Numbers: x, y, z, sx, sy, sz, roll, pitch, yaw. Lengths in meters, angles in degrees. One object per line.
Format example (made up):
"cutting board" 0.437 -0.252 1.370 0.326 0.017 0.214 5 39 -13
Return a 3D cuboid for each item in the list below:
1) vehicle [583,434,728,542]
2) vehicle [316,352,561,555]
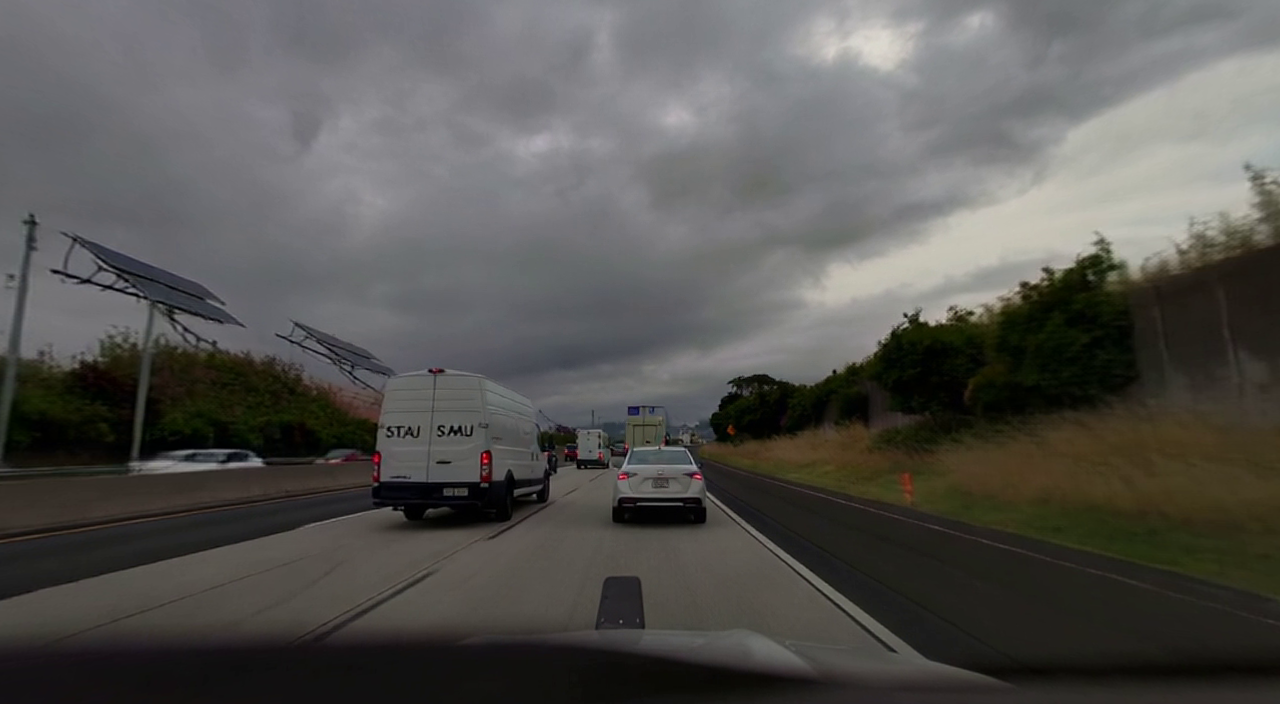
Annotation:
"vehicle" 0.200 2.218 10.809 2.063 1.507 3.488 0 -9 0
"vehicle" -3.166 1.887 12.028 2.289 2.757 6.726 0 -9 1
